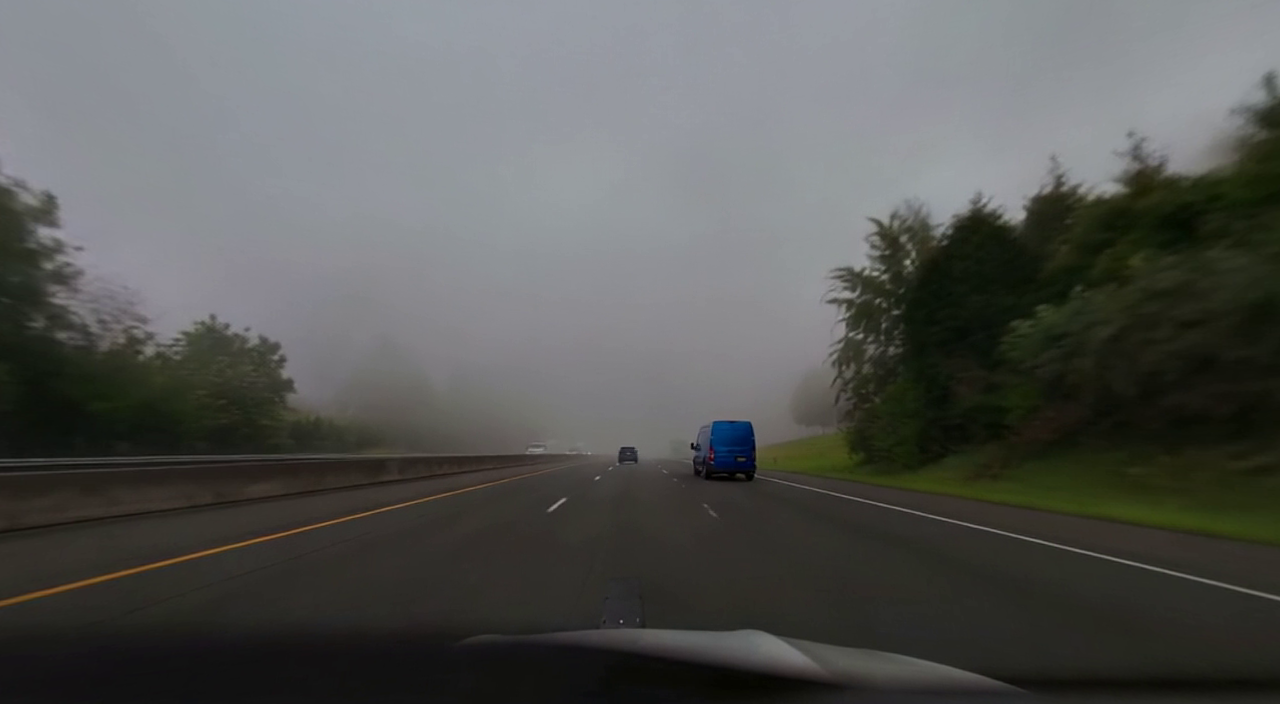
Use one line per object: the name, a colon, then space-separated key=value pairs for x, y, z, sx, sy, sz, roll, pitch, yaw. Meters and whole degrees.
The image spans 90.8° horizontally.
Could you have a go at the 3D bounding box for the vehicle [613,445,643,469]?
vehicle: x=-0.833 y=7.679 z=46.284 sx=2.069 sy=1.666 sz=4.338 roll=0 pitch=-9 yaw=1

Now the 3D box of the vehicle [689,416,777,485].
vehicle: x=3.687 y=4.123 z=26.539 sx=2.552 sy=2.524 sz=6.630 roll=0 pitch=-9 yaw=-1
